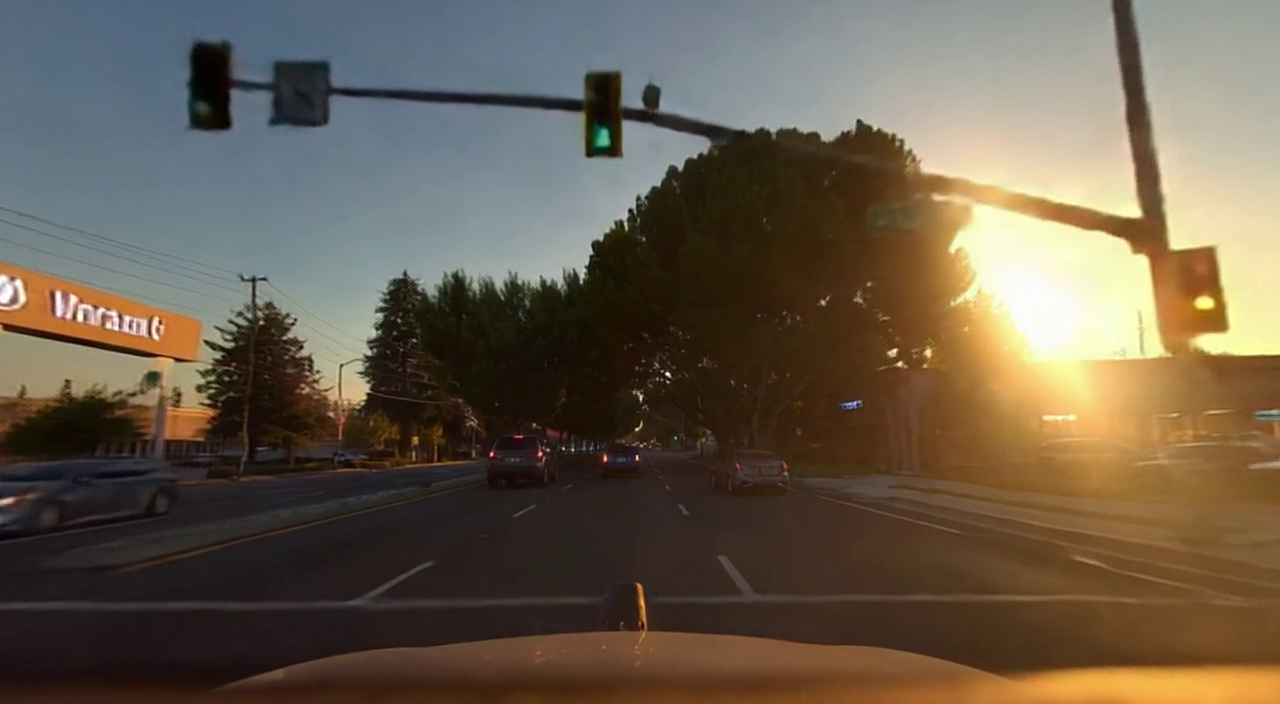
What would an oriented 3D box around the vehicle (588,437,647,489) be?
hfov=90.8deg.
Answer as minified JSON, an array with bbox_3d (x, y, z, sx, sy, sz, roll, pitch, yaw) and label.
[{"bbox_3d":[-0.804,4.196,24.206,2.061,1.809,4.141,0,-8,0],"label":"vehicle"}]

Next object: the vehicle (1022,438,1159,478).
[{"bbox_3d":[18.528,4.357,26.129,4.107,1.540,1.994,0,-9,-1],"label":"vehicle"}]

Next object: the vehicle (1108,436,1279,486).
[{"bbox_3d":[18.395,3.586,20.926,4.216,1.562,1.946,0,-9,-2],"label":"vehicle"}]

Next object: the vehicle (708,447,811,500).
[{"bbox_3d":[3.593,3.729,19.916,2.207,1.447,4.418,0,-9,-2],"label":"vehicle"}]

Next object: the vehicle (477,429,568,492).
[{"bbox_3d":[-4.113,3.920,23.241,2.252,1.999,5.605,0,-8,0],"label":"vehicle"}]

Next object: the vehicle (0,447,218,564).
[{"bbox_3d":[-9.190,2.328,10.176,1.867,1.427,4.371,-3,-8,-1],"label":"vehicle"}]
